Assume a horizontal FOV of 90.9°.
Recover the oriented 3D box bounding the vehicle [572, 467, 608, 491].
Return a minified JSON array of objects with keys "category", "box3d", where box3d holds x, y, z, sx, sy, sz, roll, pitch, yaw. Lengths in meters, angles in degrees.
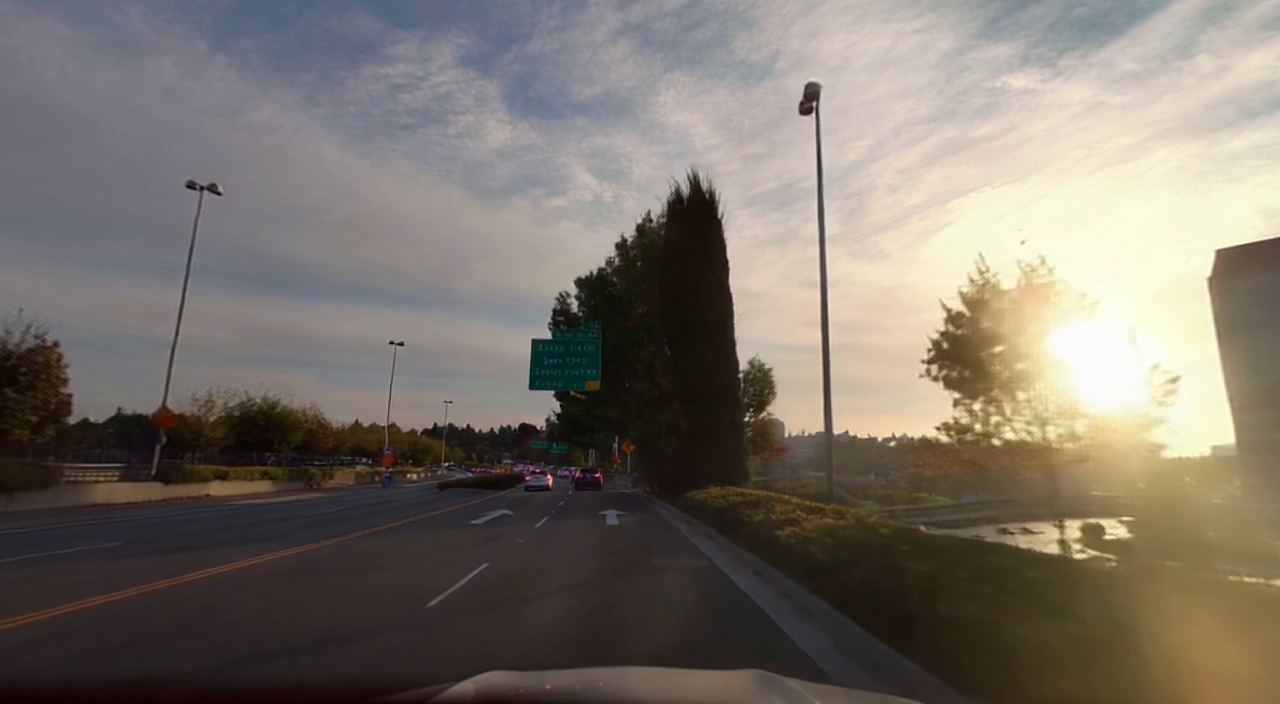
[{"category":"vehicle","box3d":[-3.477,8.602,42.858,2.129,1.471,4.258,2,-10,-8]}]
